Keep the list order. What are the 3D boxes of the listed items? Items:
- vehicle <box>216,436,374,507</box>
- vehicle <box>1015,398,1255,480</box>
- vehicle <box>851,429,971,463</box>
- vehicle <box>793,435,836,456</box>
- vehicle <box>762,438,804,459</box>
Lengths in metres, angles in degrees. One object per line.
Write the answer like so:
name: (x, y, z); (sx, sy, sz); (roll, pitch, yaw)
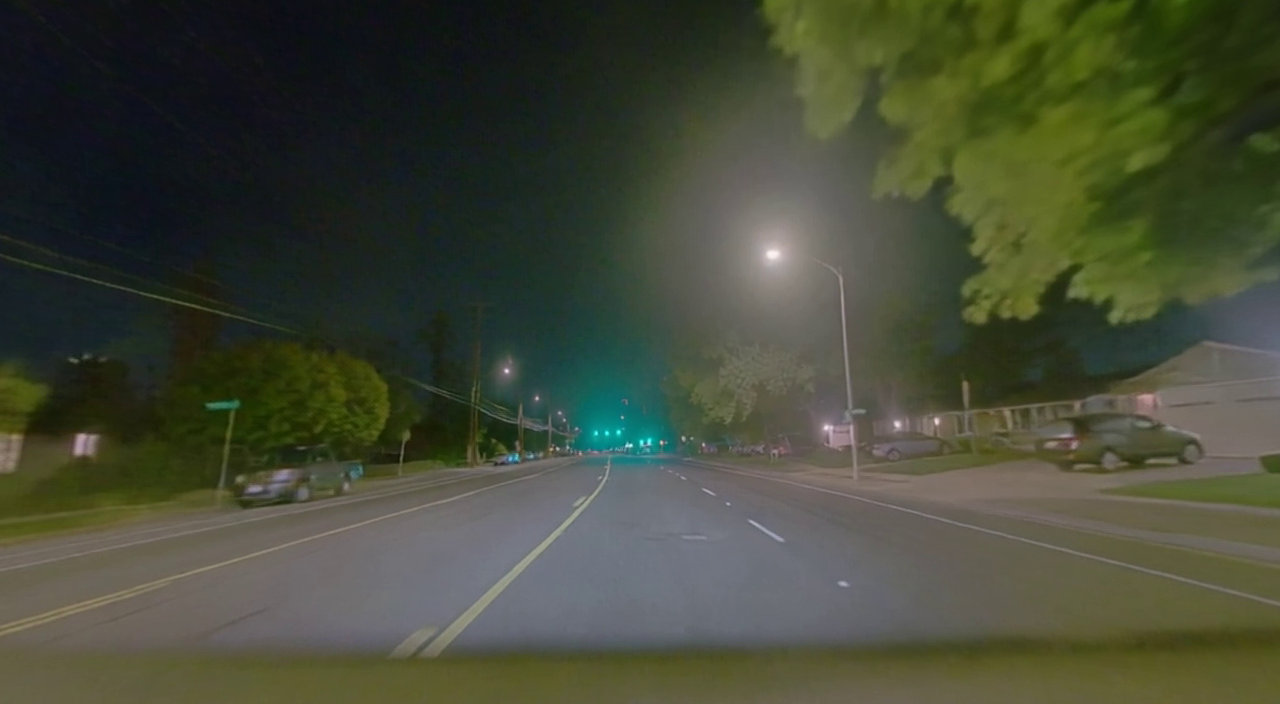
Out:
vehicle: (-11.258, 3.960, 21.230); (2.347, 1.960, 5.167); (-2, -10, 0)
vehicle: (13.555, 2.420, 17.562); (4.793, 1.744, 2.055); (-5, -8, 0)
vehicle: (12.860, 4.484, 30.166); (4.767, 1.557, 1.994); (0, -8, -2)
vehicle: (12.912, 6.933, 46.919); (1.889, 1.499, 4.218); (0, -8, -2)
vehicle: (10.416, 7.051, 46.396); (1.847, 1.455, 4.650); (0, -8, -1)
